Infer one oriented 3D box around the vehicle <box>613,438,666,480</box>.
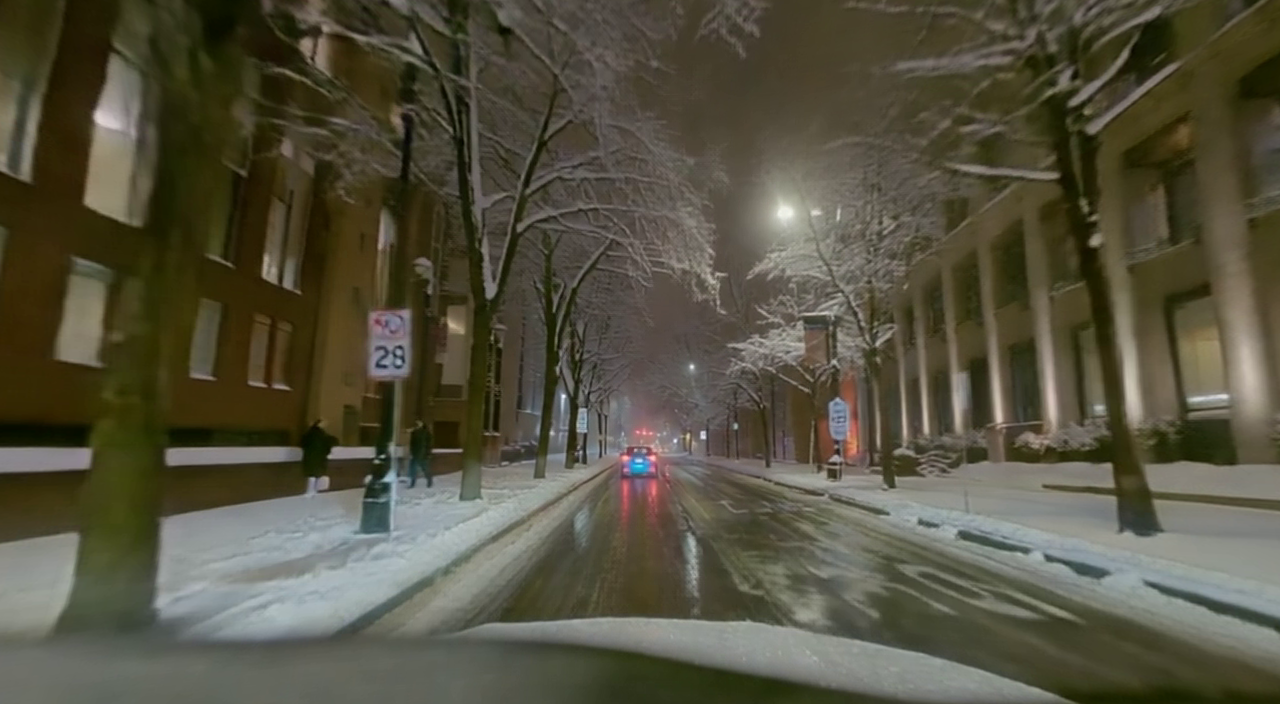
[{"bbox_3d":[-0.060,4.533,26.864,2.079,1.621,3.861,0,-9,-1],"label":"vehicle"}]
